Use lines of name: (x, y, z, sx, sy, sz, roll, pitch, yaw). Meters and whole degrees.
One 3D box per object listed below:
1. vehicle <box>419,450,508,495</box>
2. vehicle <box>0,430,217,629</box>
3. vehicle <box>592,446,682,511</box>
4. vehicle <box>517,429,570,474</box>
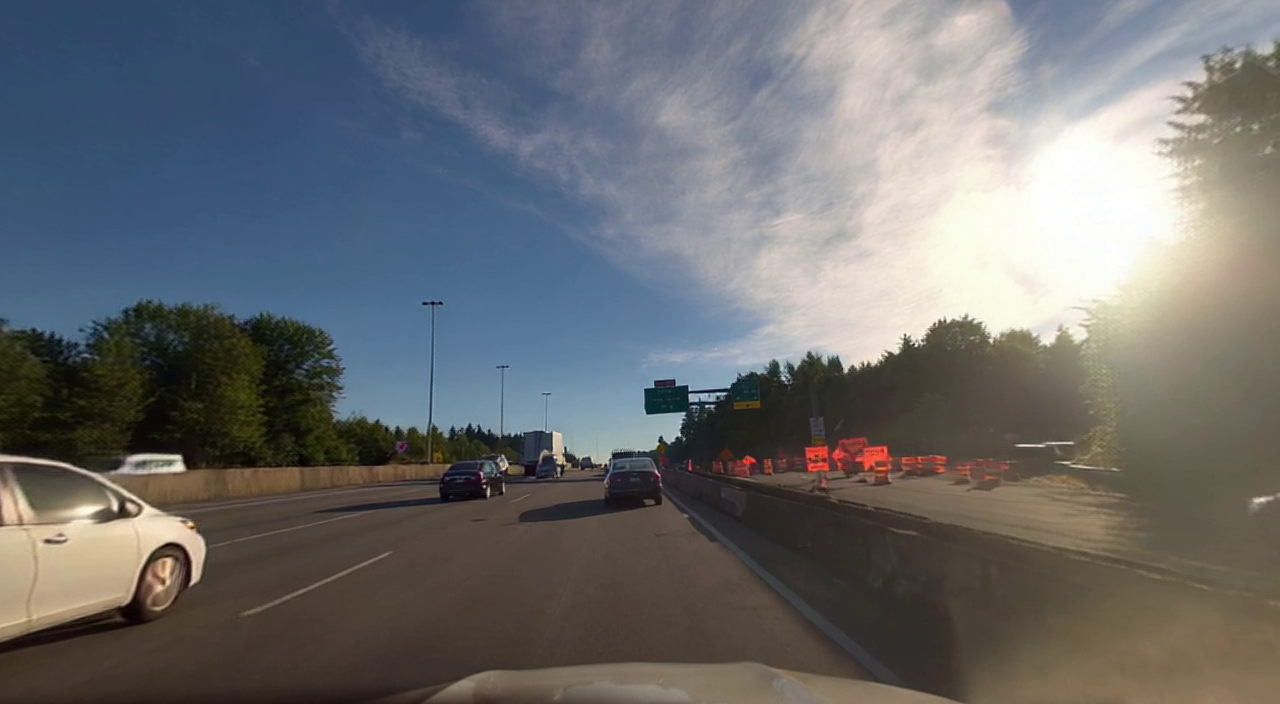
vehicle: (-6.172, 4.236, 22.481, 2.063, 1.417, 4.000, 0, -9, -1)
vehicle: (-5.769, 1.363, 4.868, 1.892, 1.481, 4.573, 0, -9, -2)
vehicle: (-0.103, 3.206, 16.363, 2.080, 1.451, 3.512, 0, -9, -1)
vehicle: (-6.189, 6.516, 41.222, 2.326, 2.645, 6.249, -1, -9, 2)
